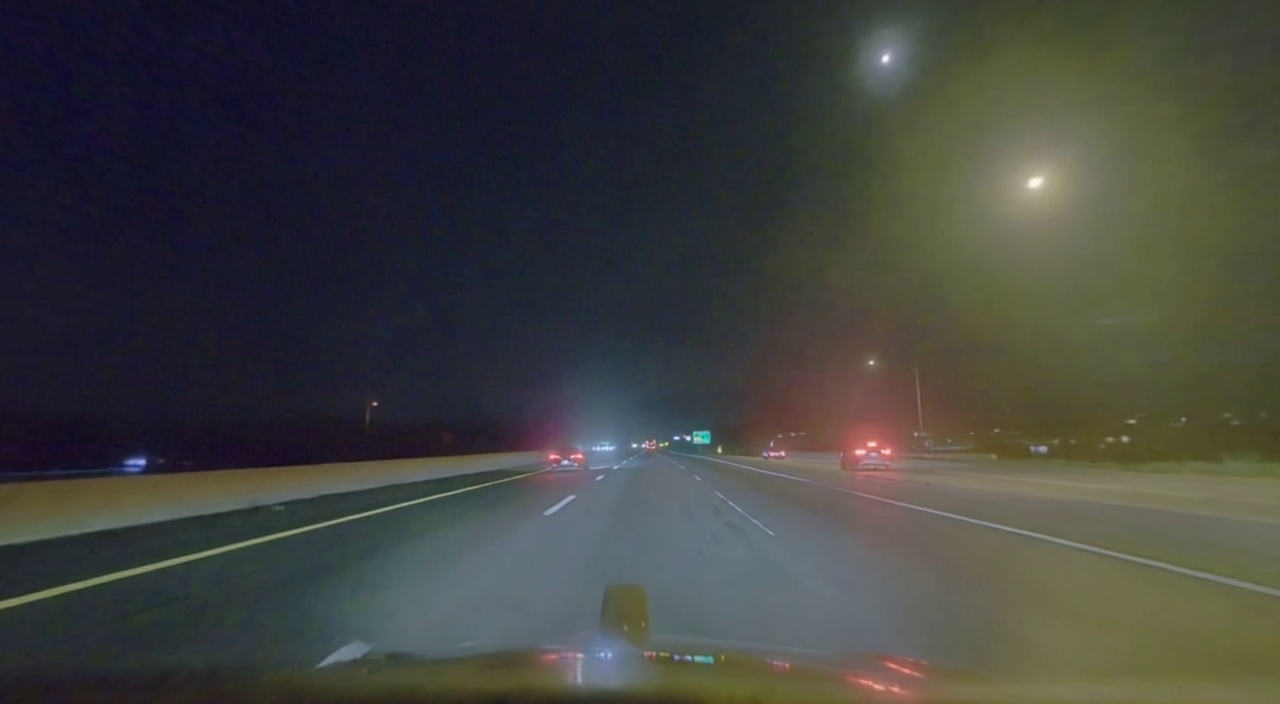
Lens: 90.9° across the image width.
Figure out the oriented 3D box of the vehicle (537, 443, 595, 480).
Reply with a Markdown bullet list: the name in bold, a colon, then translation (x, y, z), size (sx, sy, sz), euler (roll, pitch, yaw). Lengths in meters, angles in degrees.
- **vehicle**: translation (-3.177, 4.822, 27.940), size (1.968, 1.504, 3.892), euler (0, -8, 2)
